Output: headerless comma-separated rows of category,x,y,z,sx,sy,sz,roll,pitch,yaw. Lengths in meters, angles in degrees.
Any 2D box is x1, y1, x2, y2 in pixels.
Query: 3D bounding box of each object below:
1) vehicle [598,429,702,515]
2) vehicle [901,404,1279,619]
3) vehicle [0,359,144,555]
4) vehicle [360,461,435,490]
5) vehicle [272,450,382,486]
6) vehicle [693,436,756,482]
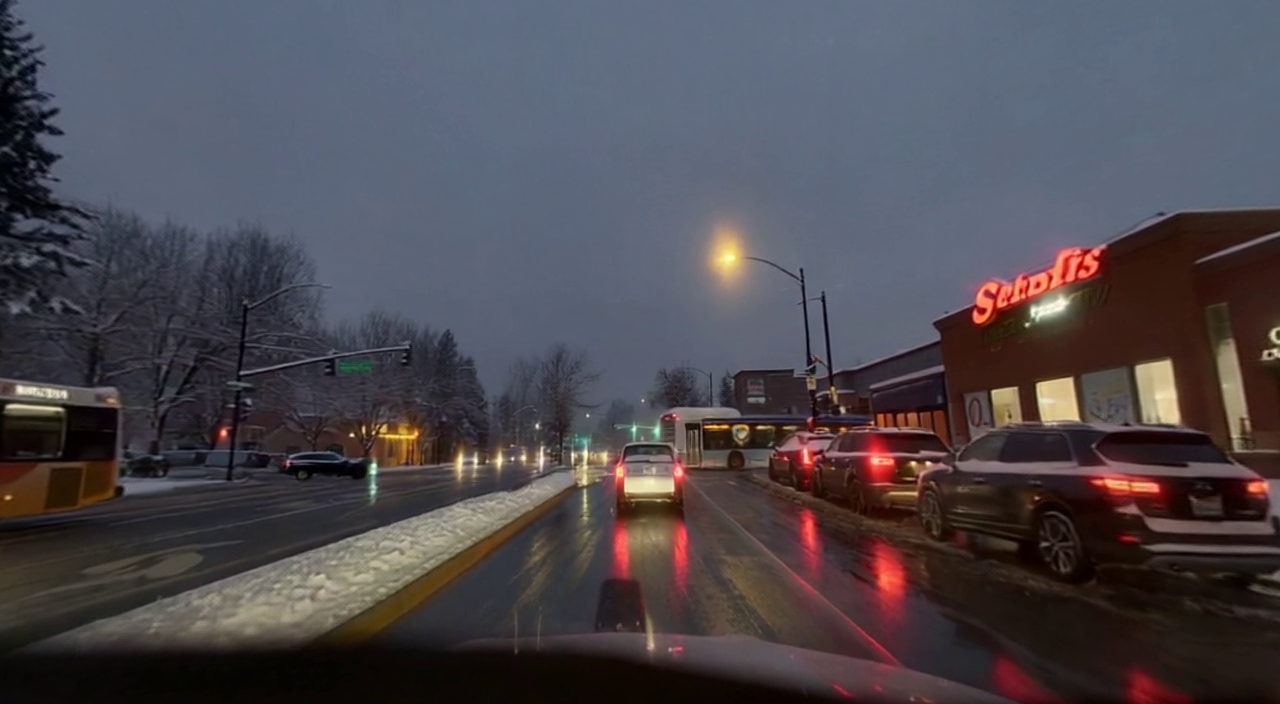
vehicle,0.175,2.784,15.084,2.089,1.699,4.650,1,-9,-1
vehicle,4.960,1.594,7.213,2.014,1.681,4.332,0,-9,-1
vehicle,-12.889,1.294,7.723,3.356,3.365,12.460,-2,-10,1
vehicle,-15.970,8.147,41.539,4.242,1.537,1.810,-7,-13,10
vehicle,-16.844,6.193,33.950,5.016,1.792,2.250,-2,-9,18
vehicle,3.315,4.295,25.451,2.222,1.688,3.952,0,-9,3
